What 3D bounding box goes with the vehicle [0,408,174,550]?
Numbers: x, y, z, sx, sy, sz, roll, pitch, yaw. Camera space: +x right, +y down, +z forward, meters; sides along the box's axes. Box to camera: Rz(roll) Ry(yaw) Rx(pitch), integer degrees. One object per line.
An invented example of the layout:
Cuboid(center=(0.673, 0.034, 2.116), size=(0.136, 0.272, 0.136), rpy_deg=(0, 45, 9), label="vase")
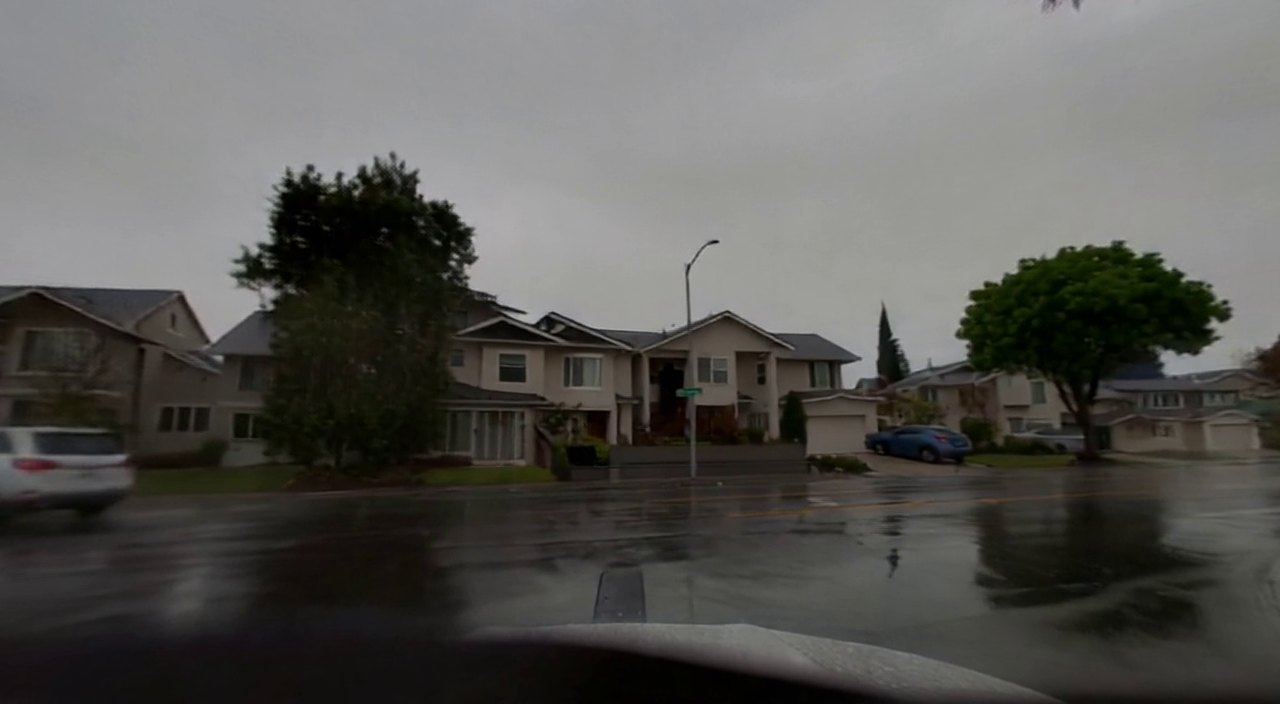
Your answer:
Cuboid(center=(-9.304, 1.770, 9.225), size=(4.210, 1.695, 2.145), rpy_deg=(-4, -9, 25), label="vehicle")
